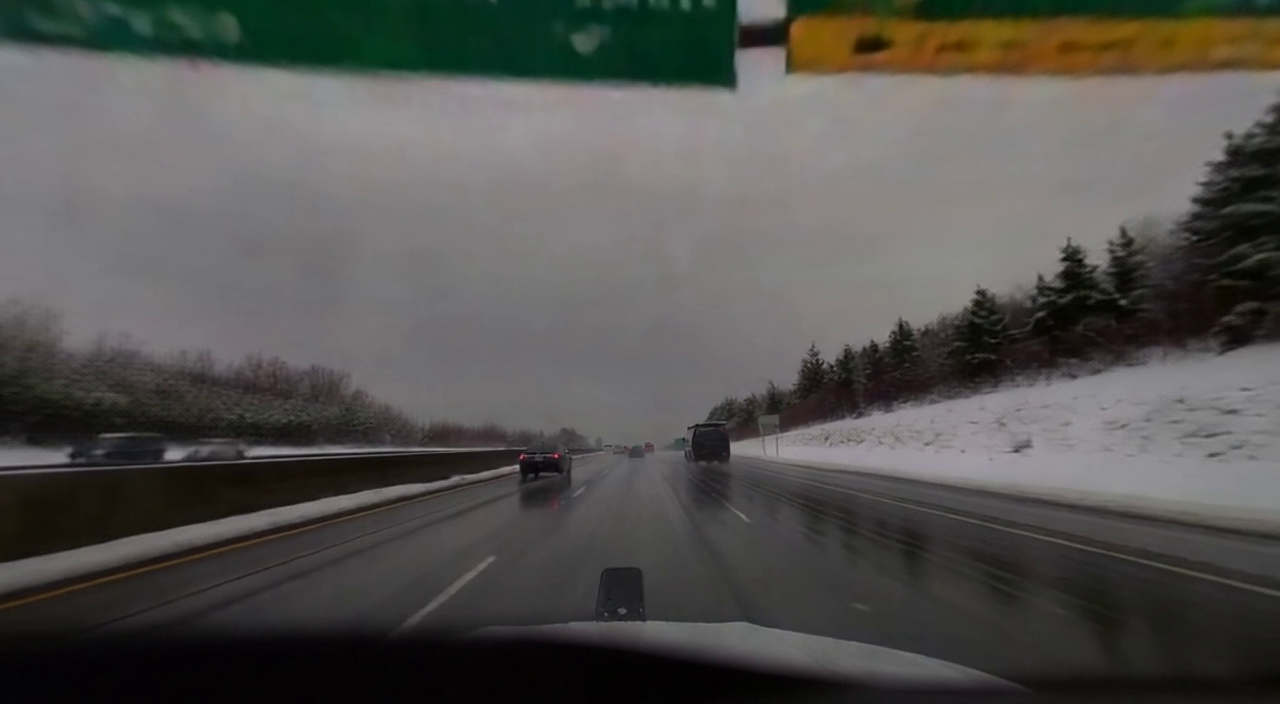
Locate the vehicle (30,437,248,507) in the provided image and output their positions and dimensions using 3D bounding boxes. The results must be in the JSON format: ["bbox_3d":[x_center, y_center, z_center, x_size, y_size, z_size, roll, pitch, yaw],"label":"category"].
[{"bbox_3d":[-11.386,2.739,14.752,1.937,1.378,3.865,0,-9,-1],"label":"vehicle"}]

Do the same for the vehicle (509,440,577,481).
[{"bbox_3d":[-3.856,4.435,25.905,2.054,1.529,4.368,-1,-9,1],"label":"vehicle"}]

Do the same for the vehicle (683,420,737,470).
[{"bbox_3d":[3.936,5.407,36.373,2.361,2.636,5.684,0,-9,-1],"label":"vehicle"}]
